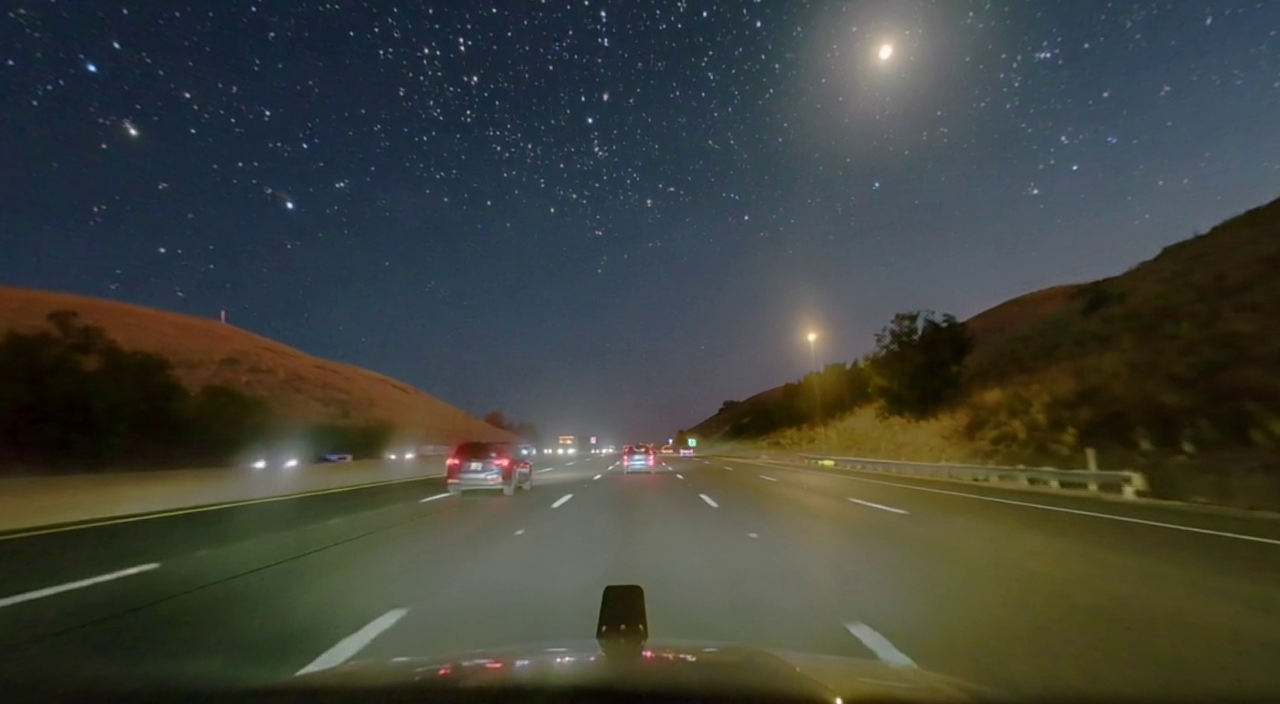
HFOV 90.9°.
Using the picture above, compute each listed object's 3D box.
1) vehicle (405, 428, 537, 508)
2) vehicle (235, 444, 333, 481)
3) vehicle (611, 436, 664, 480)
[{"bbox_3d":[-3.969,2.796,15.644,2.076,1.690,4.113,0,-8,1],"label":"vehicle"},{"bbox_3d":[-15.858,4.918,28.365,1.819,1.494,4.366,0,-8,1],"label":"vehicle"},{"bbox_3d":[-0.083,4.503,27.028,2.086,1.685,4.206,0,-8,0],"label":"vehicle"}]
